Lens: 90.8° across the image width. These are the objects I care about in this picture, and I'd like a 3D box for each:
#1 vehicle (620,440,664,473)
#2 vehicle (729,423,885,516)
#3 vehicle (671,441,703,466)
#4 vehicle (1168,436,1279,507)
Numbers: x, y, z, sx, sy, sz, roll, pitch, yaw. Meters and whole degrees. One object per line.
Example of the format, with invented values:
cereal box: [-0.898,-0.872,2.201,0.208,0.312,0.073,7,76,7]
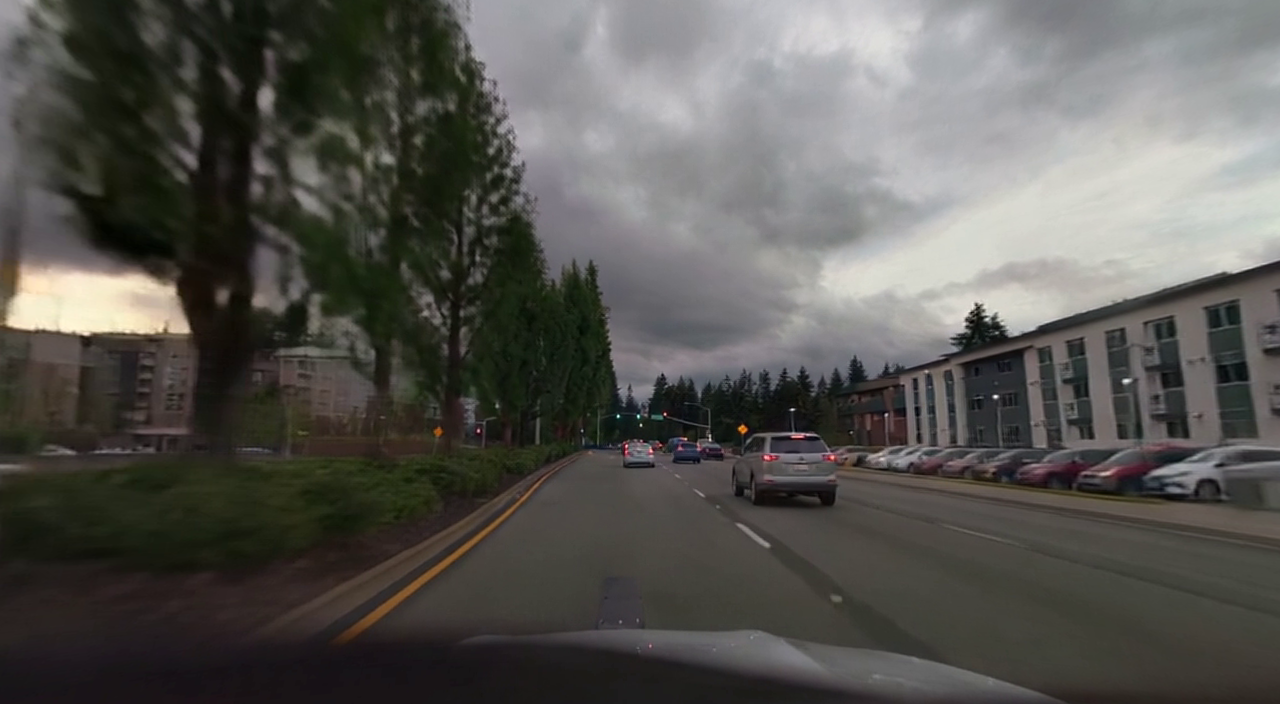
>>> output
vehicle: [0.049,5.306,32.242,2.145,1.572,4.021,0,-9,-1]
vehicle: [3.598,2.667,14.786,2.235,1.806,4.818,0,-9,-1]
vehicle: [3.515,7.654,47.684,1.976,1.725,4.159,0,-9,-1]
vehicle: [17.435,3.297,17.695,4.612,1.747,2.183,4,-10,-26]
